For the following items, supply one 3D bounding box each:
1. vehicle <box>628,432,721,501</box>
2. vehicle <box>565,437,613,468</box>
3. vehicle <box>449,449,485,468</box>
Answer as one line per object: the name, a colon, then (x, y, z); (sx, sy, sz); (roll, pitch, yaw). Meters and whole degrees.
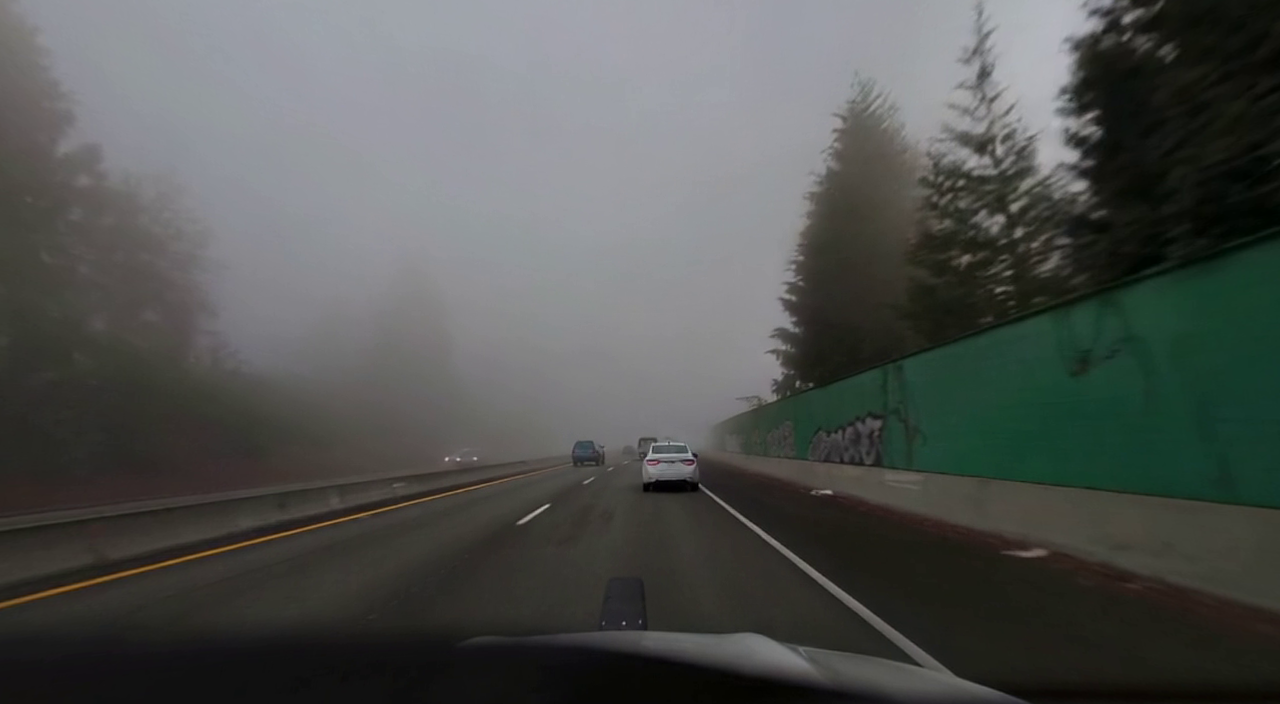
vehicle: (0.789, 2.829, 15.997); (2.077, 1.533, 3.854); (0, -8, 1)
vehicle: (-2.696, 5.387, 34.032); (2.105, 1.571, 3.727); (0, -8, 3)
vehicle: (-13.330, 8.219, 48.695); (1.684, 1.412, 3.399); (0, -8, 3)
